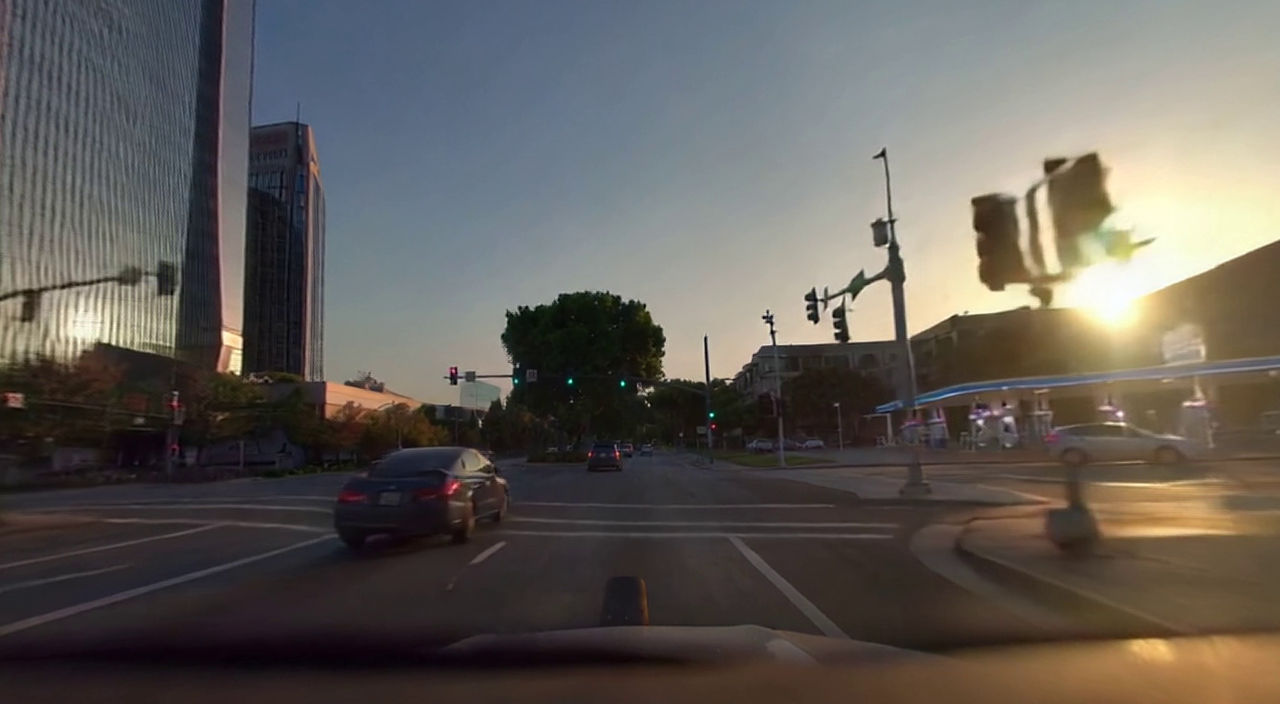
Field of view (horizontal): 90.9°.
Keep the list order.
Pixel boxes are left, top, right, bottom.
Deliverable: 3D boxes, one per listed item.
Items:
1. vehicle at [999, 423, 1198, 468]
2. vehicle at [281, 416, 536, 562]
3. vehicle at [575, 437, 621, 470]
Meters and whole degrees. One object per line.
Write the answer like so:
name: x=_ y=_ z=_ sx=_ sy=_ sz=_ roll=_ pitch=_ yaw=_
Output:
vehicle: x=17.350 y=3.580 z=24.267 sx=5.708 sy=1.585 sz=2.070 roll=-3 pitch=-9 yaw=19
vehicle: x=-3.140 y=1.953 z=9.773 sx=2.183 sy=1.731 sz=4.338 roll=0 pitch=-8 yaw=2
vehicle: x=-2.803 y=6.968 z=43.442 sx=2.602 sy=2.091 sz=6.347 roll=0 pitch=-8 yaw=1
